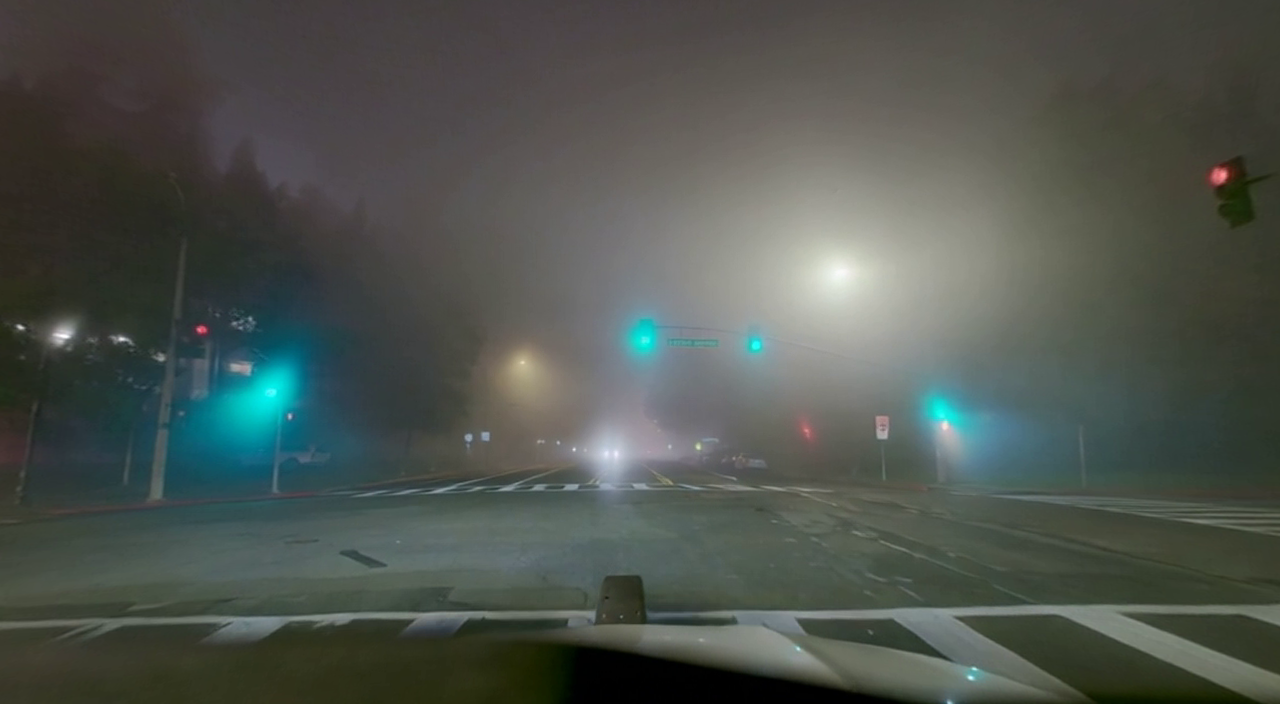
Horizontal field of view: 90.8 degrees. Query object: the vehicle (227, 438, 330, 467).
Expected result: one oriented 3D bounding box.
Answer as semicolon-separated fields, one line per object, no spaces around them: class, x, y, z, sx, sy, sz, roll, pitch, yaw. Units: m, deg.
vehicle;-21.048;5.872;36.963;4.765;1.593;1.891;1;-8;-6
